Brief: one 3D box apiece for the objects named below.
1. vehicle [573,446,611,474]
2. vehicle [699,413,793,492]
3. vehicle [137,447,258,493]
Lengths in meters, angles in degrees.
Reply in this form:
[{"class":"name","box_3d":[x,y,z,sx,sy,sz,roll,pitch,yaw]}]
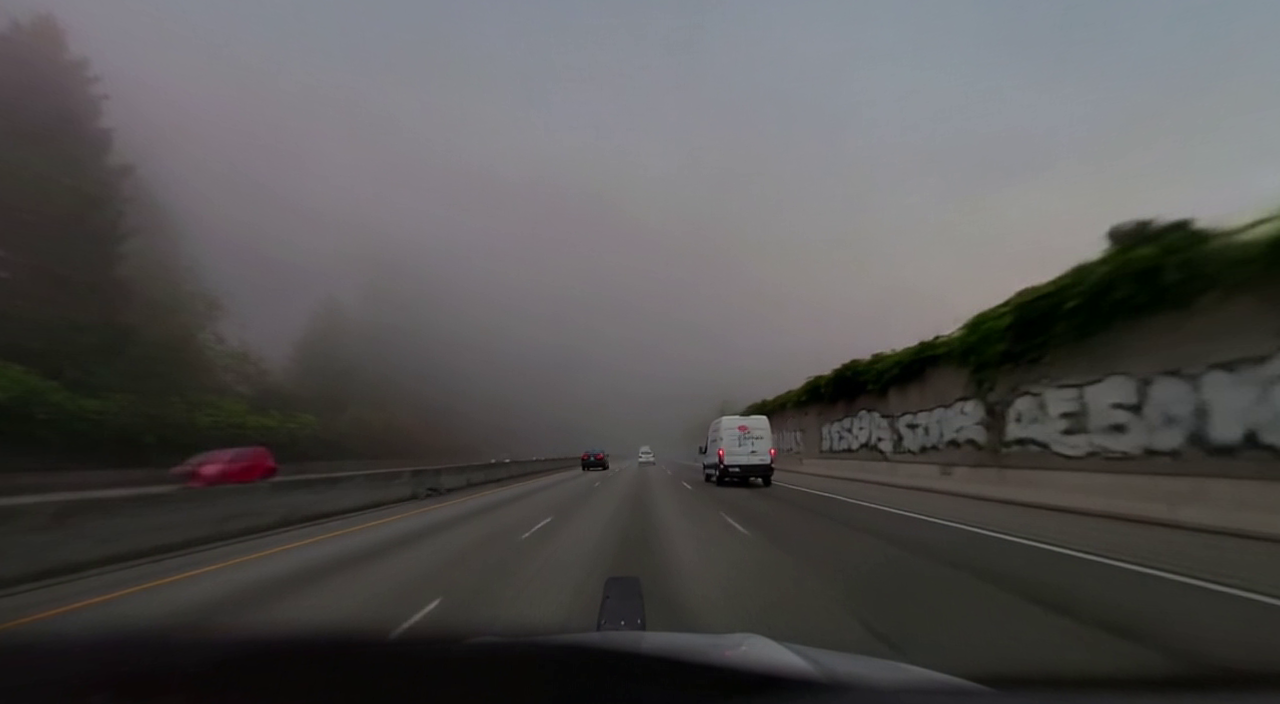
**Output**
[{"class":"vehicle","box_3d":[-2.927,6.693,39.260,1.964,1.618,4.489,0,-9,1]},{"class":"vehicle","box_3d":[3.785,3.759,23.751,2.469,2.591,5.653,0,-9,-1]},{"class":"vehicle","box_3d":[-18.926,5.022,27.258,1.973,1.798,4.338,0,-9,1]}]
